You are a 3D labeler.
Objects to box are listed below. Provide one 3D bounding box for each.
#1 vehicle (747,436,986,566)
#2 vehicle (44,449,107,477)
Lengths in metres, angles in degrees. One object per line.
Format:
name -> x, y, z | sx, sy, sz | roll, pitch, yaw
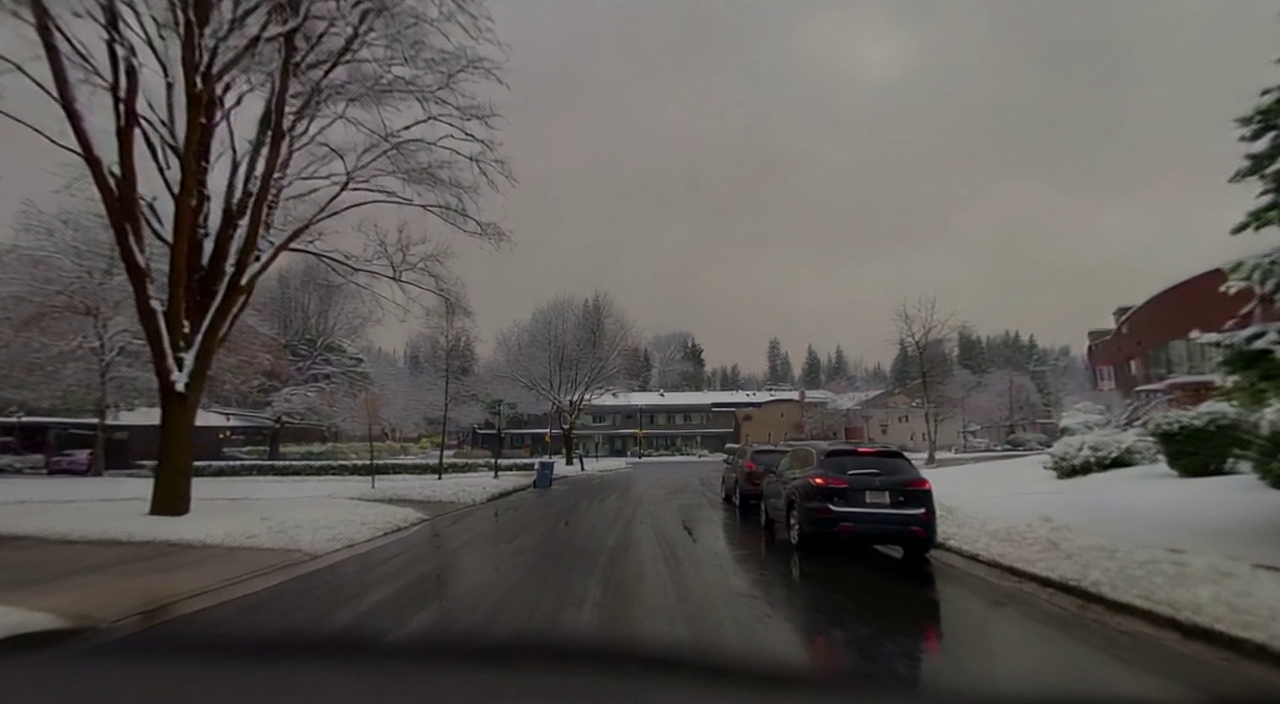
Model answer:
vehicle -> 3.100, 2.153, 9.913 | 2.064, 1.532, 4.596 | 0, -9, 0
vehicle -> -36.967, 7.222, 41.337 | 4.157, 1.687, 2.419 | -8, -13, 41
